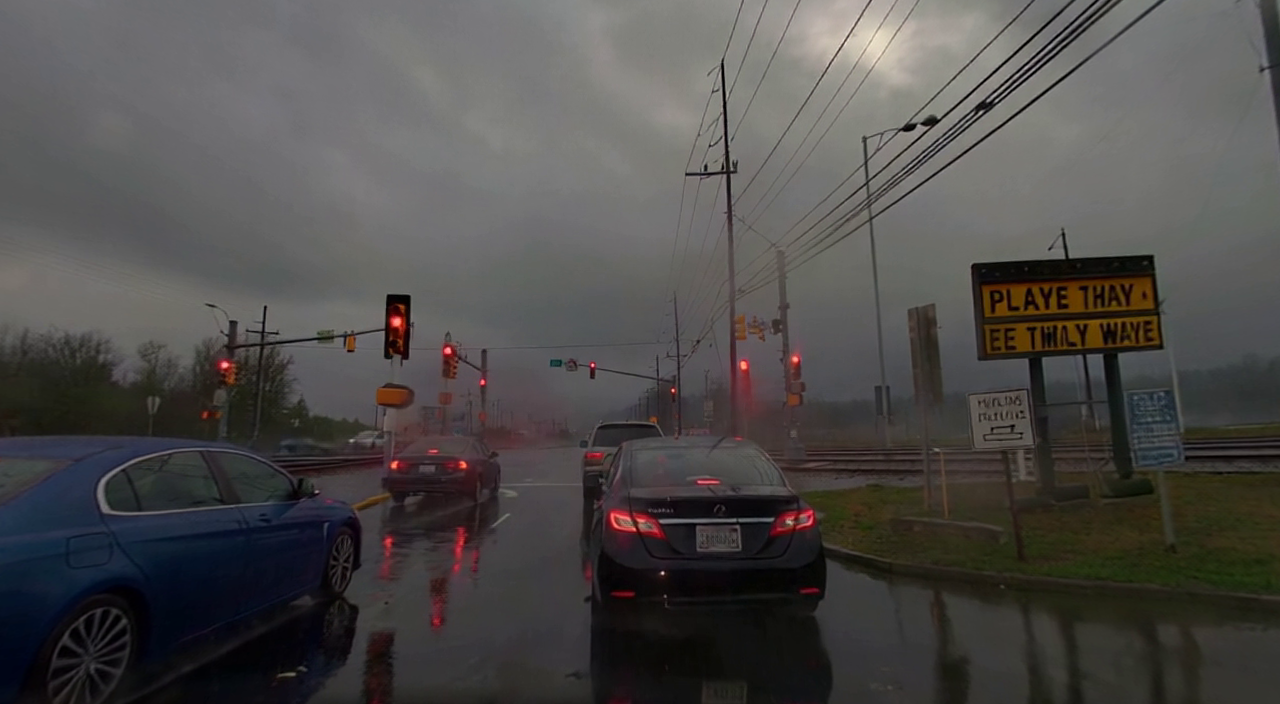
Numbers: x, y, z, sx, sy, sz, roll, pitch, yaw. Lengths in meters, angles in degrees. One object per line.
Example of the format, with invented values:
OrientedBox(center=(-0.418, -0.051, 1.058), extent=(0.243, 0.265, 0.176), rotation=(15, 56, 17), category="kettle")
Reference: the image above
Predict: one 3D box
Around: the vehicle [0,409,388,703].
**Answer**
OrientedBox(center=(-3.707, 1.249, 4.458), extent=(1.956, 1.468, 4.585), rotation=(0, -9, 0), category="vehicle")

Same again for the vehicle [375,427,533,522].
OrientedBox(center=(-3.357, 2.289, 12.292), extent=(1.984, 1.505, 3.982), rotation=(0, -9, -2), category="vehicle")

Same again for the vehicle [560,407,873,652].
OrientedBox(center=(0.389, 1.419, 6.064), extent=(1.998, 1.529, 3.960), rotation=(0, -9, -3), category="vehicle")
